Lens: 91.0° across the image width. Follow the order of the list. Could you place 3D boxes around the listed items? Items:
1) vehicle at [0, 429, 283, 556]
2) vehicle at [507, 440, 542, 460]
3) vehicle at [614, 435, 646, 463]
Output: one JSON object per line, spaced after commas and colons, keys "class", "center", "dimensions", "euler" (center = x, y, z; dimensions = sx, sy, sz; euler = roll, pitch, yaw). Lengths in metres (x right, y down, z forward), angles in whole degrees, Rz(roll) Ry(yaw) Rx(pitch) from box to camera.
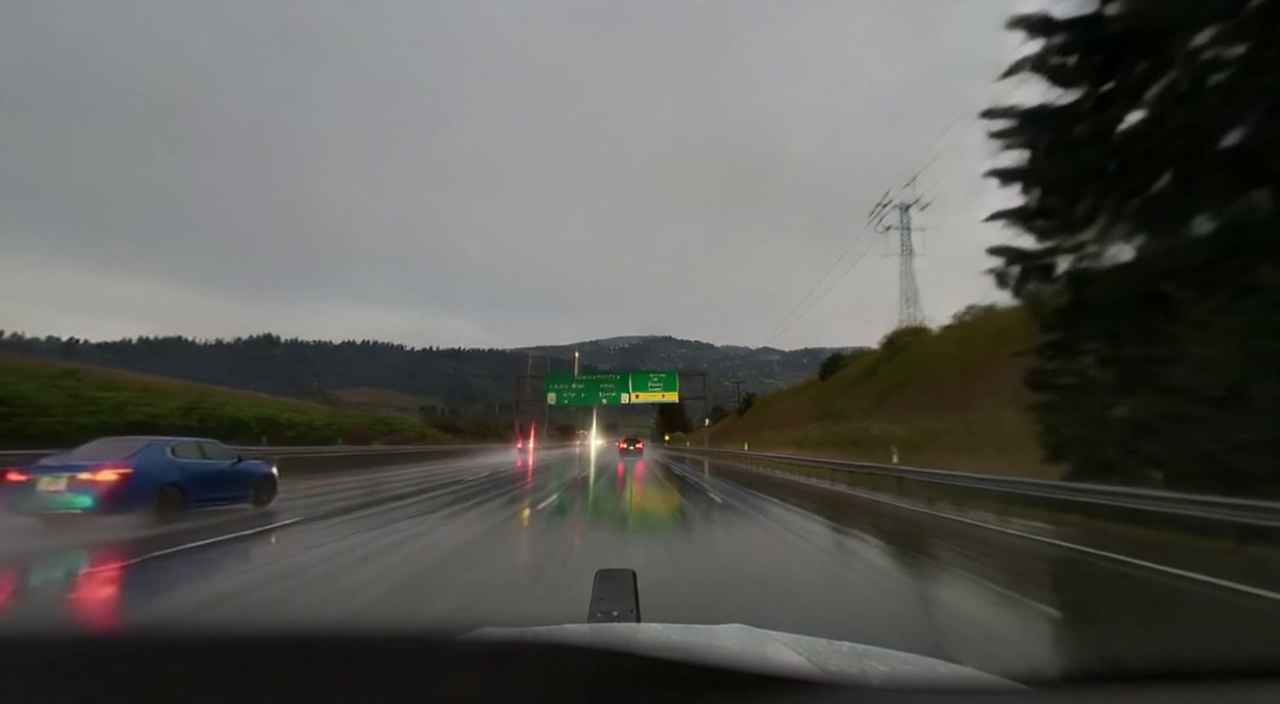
{"class": "vehicle", "center": [-7.579, 1.924, 9.412], "dimensions": [1.949, 1.428, 4.408], "euler": [0, -8, -1]}
{"class": "vehicle", "center": [-9.085, 7.692, 49.754], "dimensions": [2.047, 1.486, 4.306], "euler": [0, -8, -1]}
{"class": "vehicle", "center": [-0.679, 6.360, 41.517], "dimensions": [2.040, 1.715, 3.906], "euler": [0, -8, -1]}
